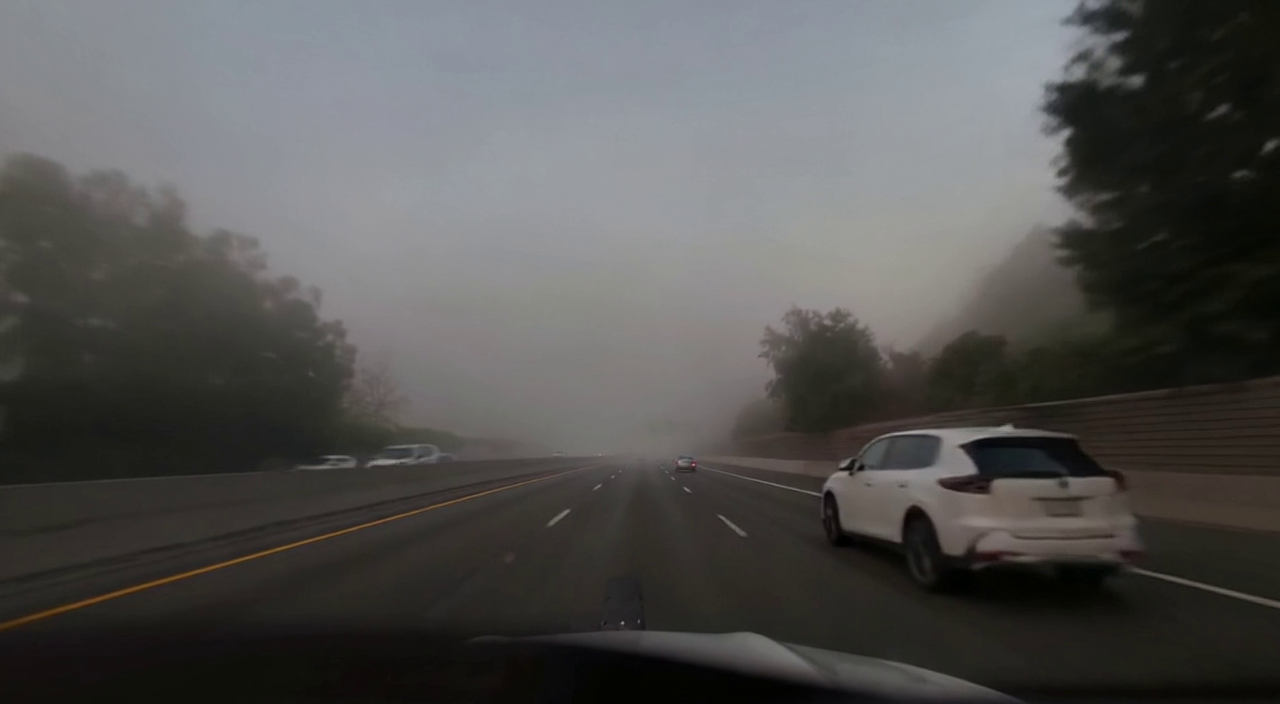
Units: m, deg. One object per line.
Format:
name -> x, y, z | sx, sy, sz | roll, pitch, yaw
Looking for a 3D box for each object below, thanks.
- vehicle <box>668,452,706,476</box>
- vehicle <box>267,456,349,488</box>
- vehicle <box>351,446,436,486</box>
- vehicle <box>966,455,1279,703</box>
vehicle -> 2.802, 6.809, 38.535 | 2.065, 1.400, 4.028 | 0, -9, 0
vehicle -> -17.661, 6.363, 33.776 | 1.936, 1.560, 4.343 | 0, -9, 1
vehicle -> -10.836, 5.013, 28.023 | 2.025, 1.603, 3.989 | 0, -9, 2
vehicle -> 3.532, 1.205, 3.174 | 1.883, 1.320, 3.386 | 0, -9, -1
